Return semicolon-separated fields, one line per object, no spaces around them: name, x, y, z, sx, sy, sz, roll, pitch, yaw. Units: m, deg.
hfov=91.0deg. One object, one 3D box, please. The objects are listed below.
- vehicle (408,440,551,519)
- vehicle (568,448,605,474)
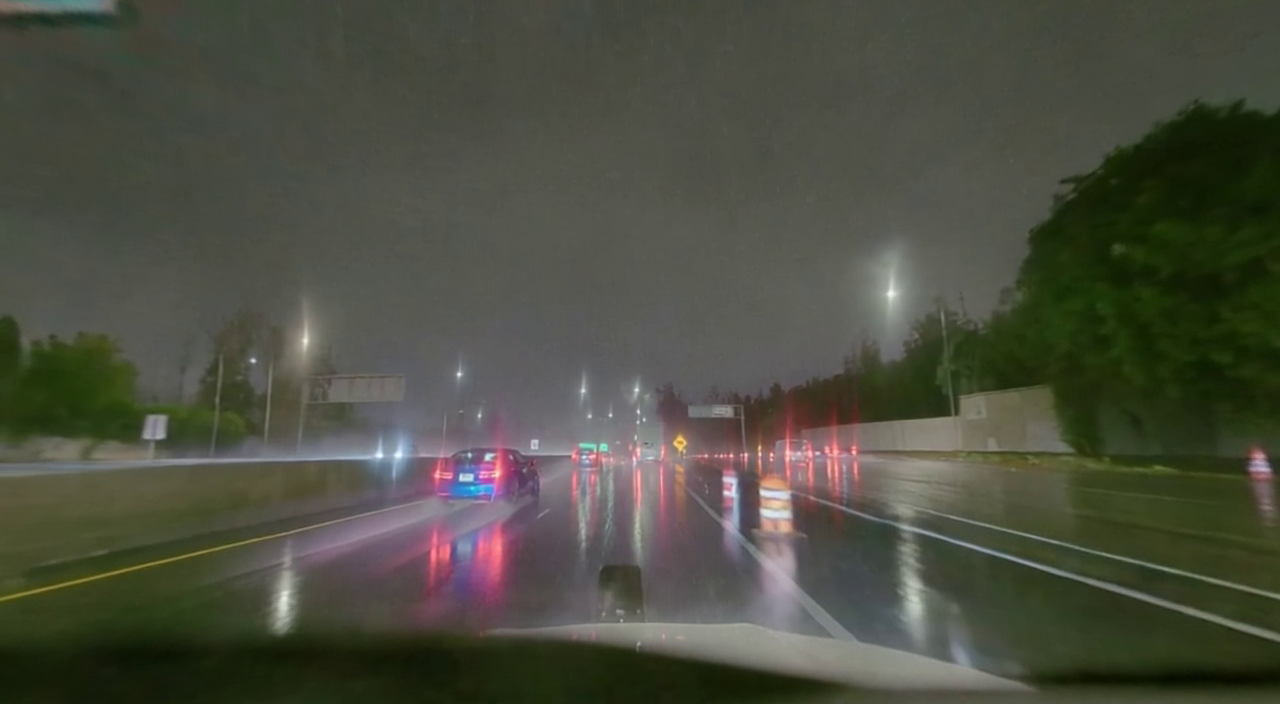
vehicle;-3.454;2.848;14.643;2.012;1.510;4.672;0;-9;1
vehicle;-3.277;6.778;39.354;1.965;1.459;4.145;0;-9;0
